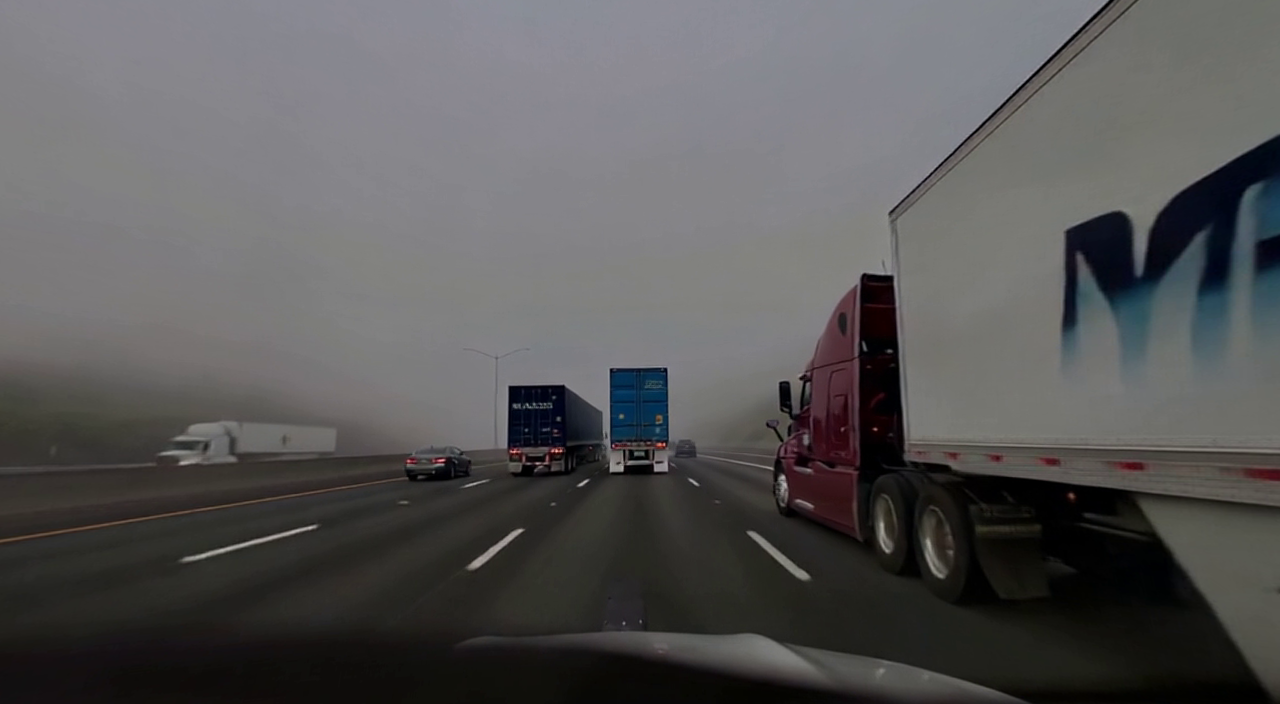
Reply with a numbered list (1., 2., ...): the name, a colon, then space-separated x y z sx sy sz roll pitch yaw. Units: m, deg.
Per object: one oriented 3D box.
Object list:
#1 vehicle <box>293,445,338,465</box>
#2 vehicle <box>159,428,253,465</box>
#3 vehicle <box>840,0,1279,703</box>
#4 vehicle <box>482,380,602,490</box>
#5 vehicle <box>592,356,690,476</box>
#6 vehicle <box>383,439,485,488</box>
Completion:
1. vehicle: -24.331 7.718 47.359 1.495 1.363 3.346 -1 -8 1
2. vehicle: -31.495 6.890 46.101 2.951 2.494 5.437 0 -8 0
3. vehicle: 4.278 -0.382 1.783 2.887 4.178 14.553 0 -8 1
4. vehicle: -3.222 3.244 24.278 2.786 3.228 11.082 0 -8 0
5. vehicle: 0.056 3.456 29.385 3.097 3.856 18.209 -1 -9 0
6. vehicle: -6.884 3.755 21.598 1.916 1.465 4.451 0 -8 1
